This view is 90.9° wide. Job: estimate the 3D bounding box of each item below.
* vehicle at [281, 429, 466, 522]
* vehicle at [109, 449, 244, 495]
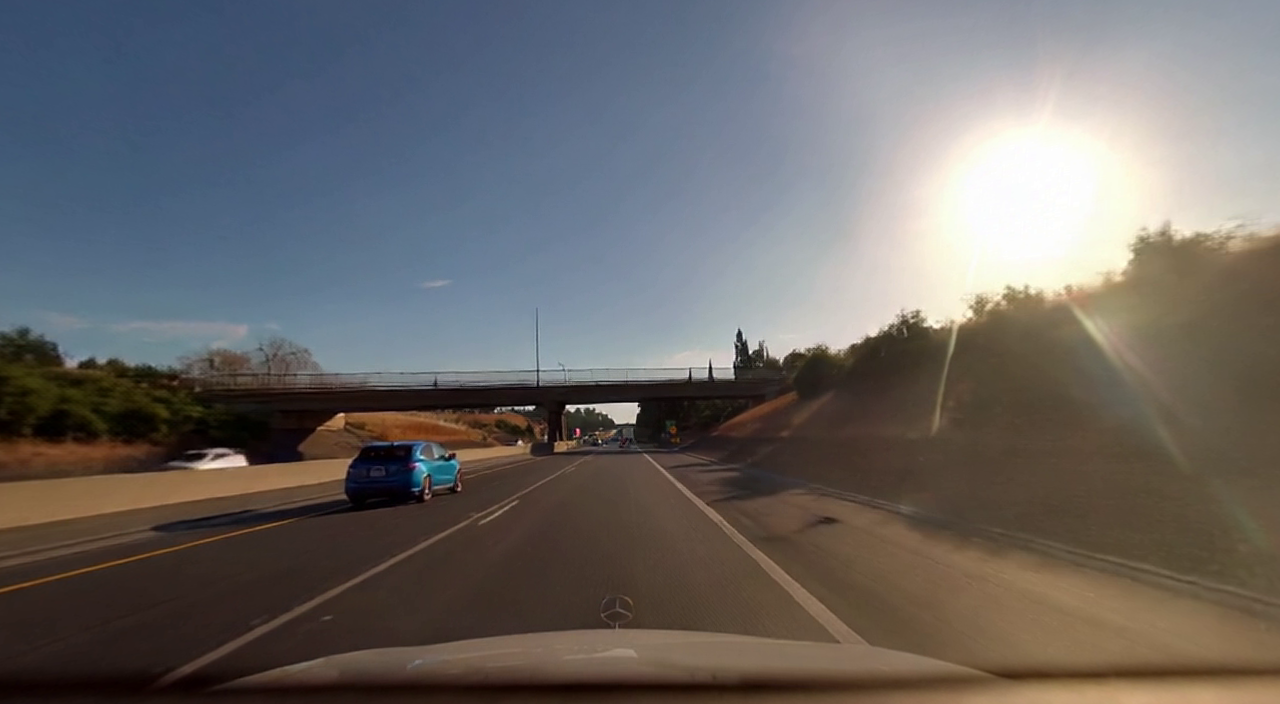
[{"bbox_3d":[-4.898,2.274,12.254,1.965,1.513,3.774,0,-8,0],"label":"vehicle"},{"bbox_3d":[-17.565,4.522,24.214,1.879,1.468,4.469,0,-8,-1],"label":"vehicle"}]
